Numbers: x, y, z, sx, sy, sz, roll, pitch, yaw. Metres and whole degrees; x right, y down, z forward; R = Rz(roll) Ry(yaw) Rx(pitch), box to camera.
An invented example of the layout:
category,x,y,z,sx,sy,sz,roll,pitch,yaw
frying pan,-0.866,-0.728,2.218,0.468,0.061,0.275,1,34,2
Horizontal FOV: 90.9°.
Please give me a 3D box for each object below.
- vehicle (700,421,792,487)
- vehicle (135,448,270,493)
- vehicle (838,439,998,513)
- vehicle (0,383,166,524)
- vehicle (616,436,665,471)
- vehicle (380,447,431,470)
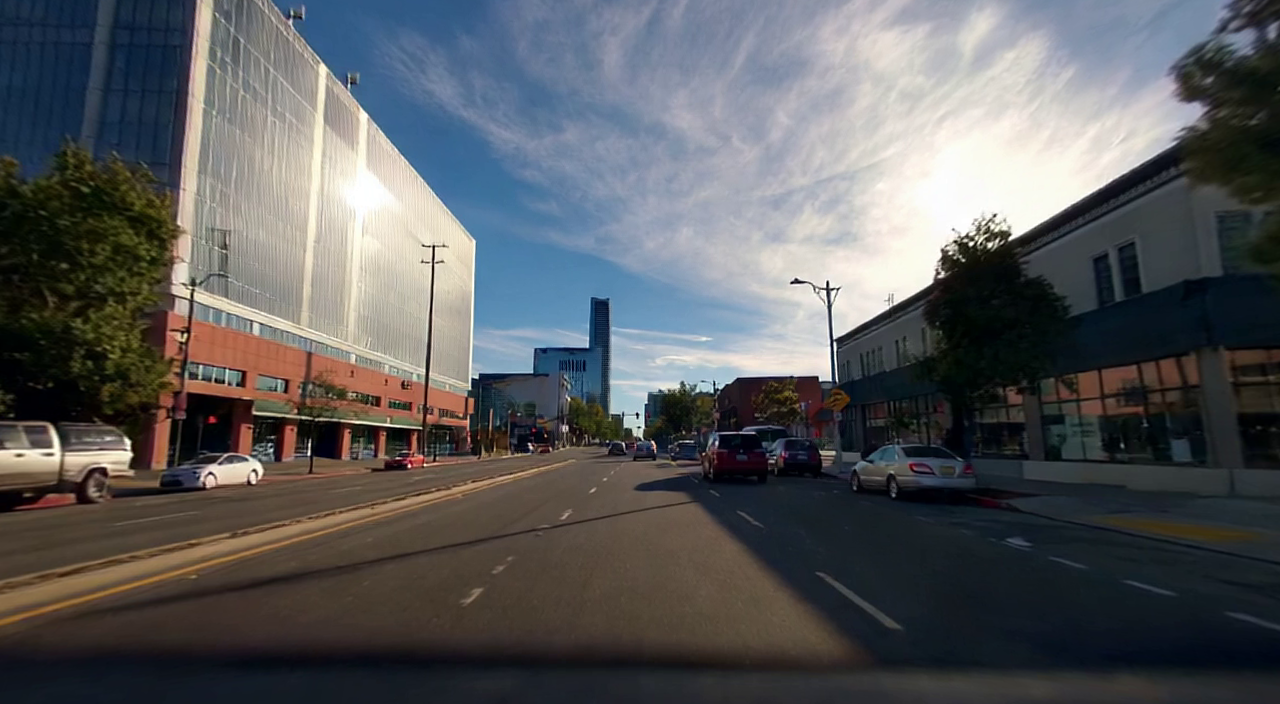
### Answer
category,x,y,z,sx,sy,sz,roll,pitch,yaw
vehicle,3.377,3.380,21.142,2.159,1.938,4.836,0,-8,-1
vehicle,-17.370,4.686,25.412,1.946,1.471,4.912,-1,-8,0
vehicle,6.824,3.067,16.156,2.107,1.589,4.477,1,-8,1
vehicle,-17.314,2.748,17.157,2.826,3.464,7.453,-1,-8,1
vehicle,0.048,4.918,30.665,2.245,1.587,4.094,0,-8,1
vehicle,-17.267,7.812,46.639,1.924,1.558,4.620,-1,-8,1
